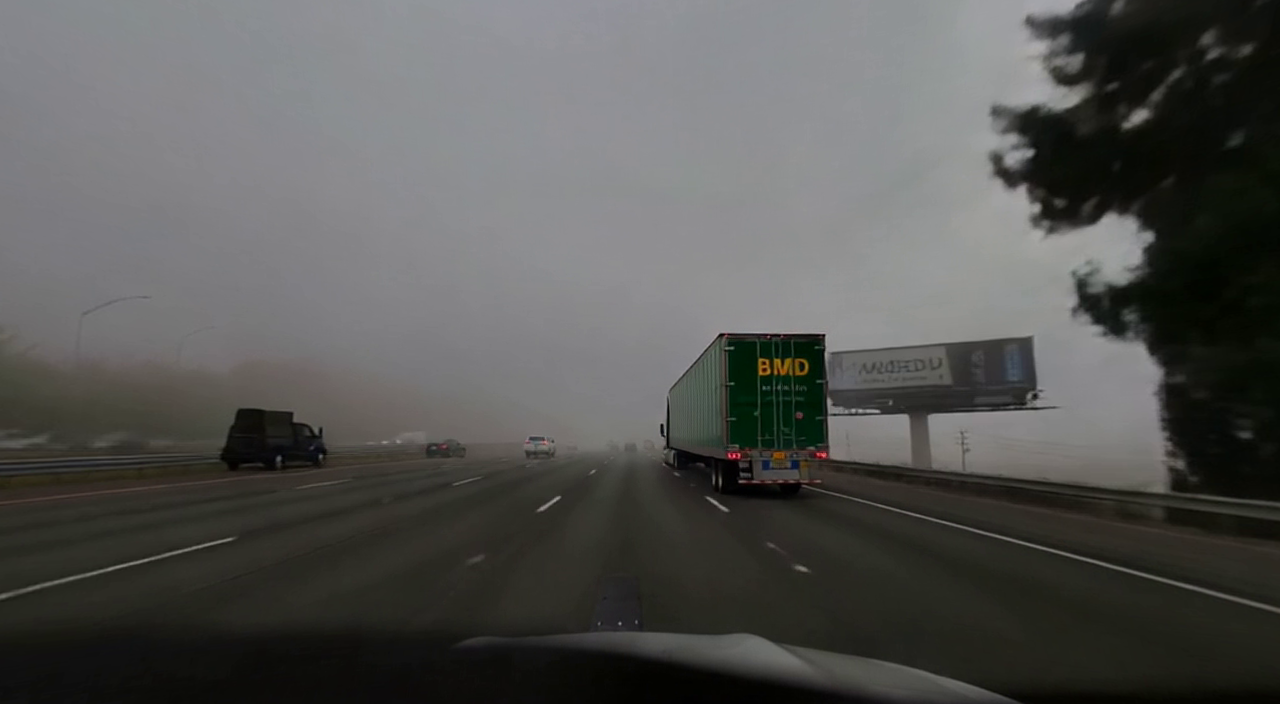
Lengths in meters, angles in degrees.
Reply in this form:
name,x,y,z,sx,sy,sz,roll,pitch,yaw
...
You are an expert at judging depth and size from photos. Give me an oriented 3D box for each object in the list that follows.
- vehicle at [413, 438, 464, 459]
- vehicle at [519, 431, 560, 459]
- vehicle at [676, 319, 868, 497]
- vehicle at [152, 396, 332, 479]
name,x,y,z,sx,sy,sz,roll,pitch,yaw
vehicle,-14.074,6.771,44.406,2.067,1.398,4.863,0,-8,-1
vehicle,-7.303,6.801,46.333,2.100,1.905,5.119,0,-8,1
vehicle,3.327,2.280,21.494,2.891,3.944,15.051,0,-8,-2
vehicle,-13.940,3.104,22.835,2.307,2.571,6.260,0,-8,0
